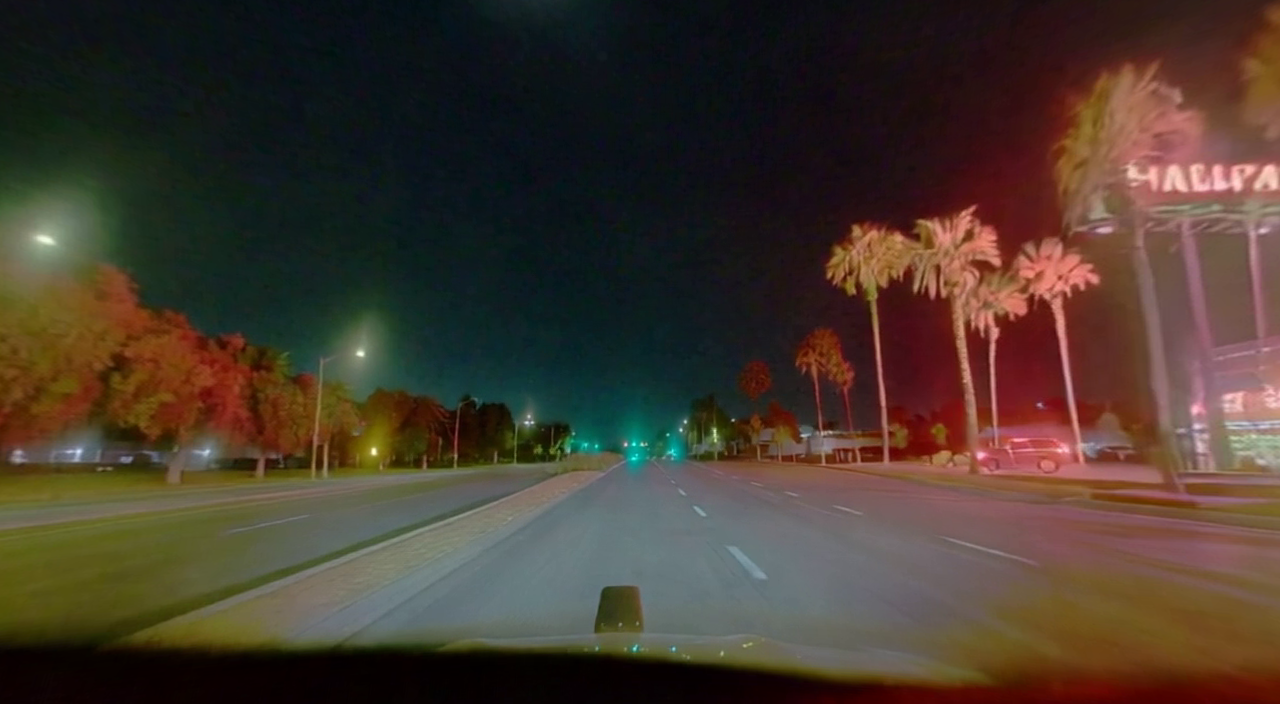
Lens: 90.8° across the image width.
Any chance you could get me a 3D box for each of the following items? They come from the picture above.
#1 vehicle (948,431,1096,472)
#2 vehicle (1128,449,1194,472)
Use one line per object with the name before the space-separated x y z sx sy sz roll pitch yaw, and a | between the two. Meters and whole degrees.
vehicle | 21.498 5.633 35.788 6.489 2.179 2.882 0 -9 -1
vehicle | 39.611 8.244 48.142 1.919 1.613 3.862 -1 -8 5
